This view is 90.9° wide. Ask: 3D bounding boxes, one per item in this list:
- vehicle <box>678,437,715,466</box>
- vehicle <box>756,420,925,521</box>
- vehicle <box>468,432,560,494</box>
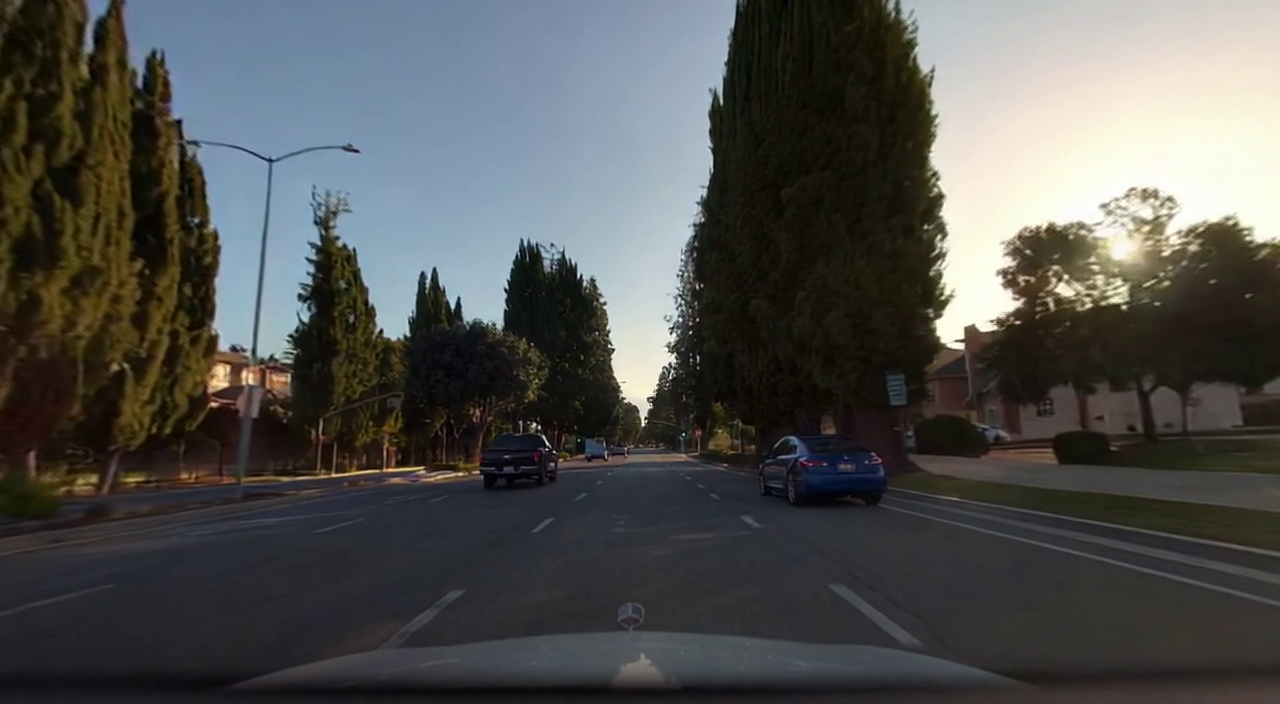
[{"bbox_3d":[4.140,7.361,46.817,2.321,1.957,5.037,0,-8,1],"label":"vehicle"},{"bbox_3d":[3.890,2.386,13.177,2.016,1.736,4.356,0,-8,-1],"label":"vehicle"},{"bbox_3d":[-3.920,3.532,20.494,2.002,1.747,4.728,0,-8,0],"label":"vehicle"}]
